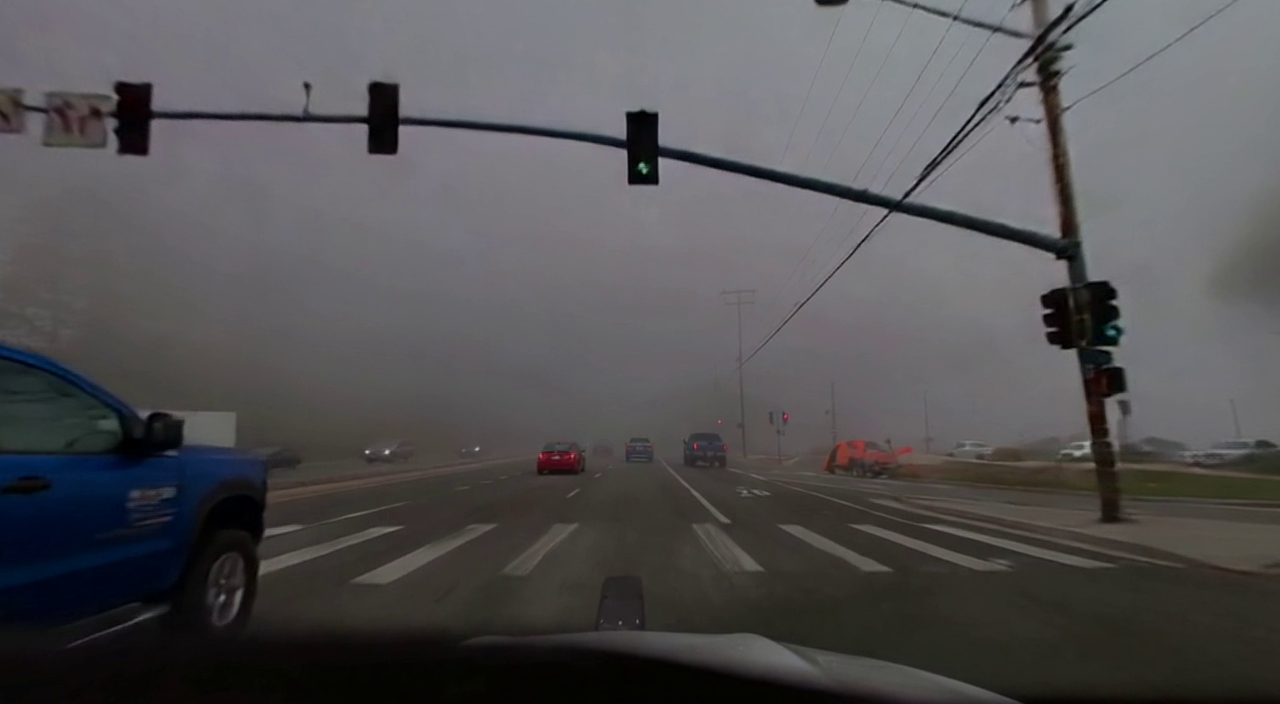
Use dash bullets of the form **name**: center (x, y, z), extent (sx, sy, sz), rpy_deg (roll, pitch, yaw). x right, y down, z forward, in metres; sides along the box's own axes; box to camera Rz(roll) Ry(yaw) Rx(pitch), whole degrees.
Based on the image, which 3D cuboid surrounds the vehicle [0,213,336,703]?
- **vehicle**: center (-3.709, 0.497, 2.017), extent (2.402, 2.194, 6.051), rpy_deg (0, -8, 0)

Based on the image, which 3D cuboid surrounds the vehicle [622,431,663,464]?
- **vehicle**: center (0.156, 6.585, 43.704), extent (2.643, 2.145, 5.585), rpy_deg (0, -8, 0)

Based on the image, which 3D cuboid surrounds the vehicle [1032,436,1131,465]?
- **vehicle**: center (27.451, 6.139, 39.430), extent (2.012, 1.701, 4.524), rpy_deg (5, -10, -32)

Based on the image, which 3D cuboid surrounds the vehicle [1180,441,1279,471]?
- **vehicle**: center (31.053, 5.283, 32.321), extent (1.868, 1.447, 4.690), rpy_deg (5, -10, -29)

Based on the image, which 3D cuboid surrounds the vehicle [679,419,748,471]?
- **vehicle**: center (4.004, 5.295, 36.080), extent (2.905, 2.636, 6.895), rpy_deg (-1, -8, -2)

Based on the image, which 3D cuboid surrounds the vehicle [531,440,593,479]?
- **vehicle**: center (-3.174, 4.455, 26.552), extent (1.939, 1.494, 4.499), rpy_deg (0, -8, 1)

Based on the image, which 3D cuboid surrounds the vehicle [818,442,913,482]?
- **vehicle**: center (9.805, 4.802, 27.911), extent (2.010, 1.633, 4.246), rpy_deg (2, -9, -11)
